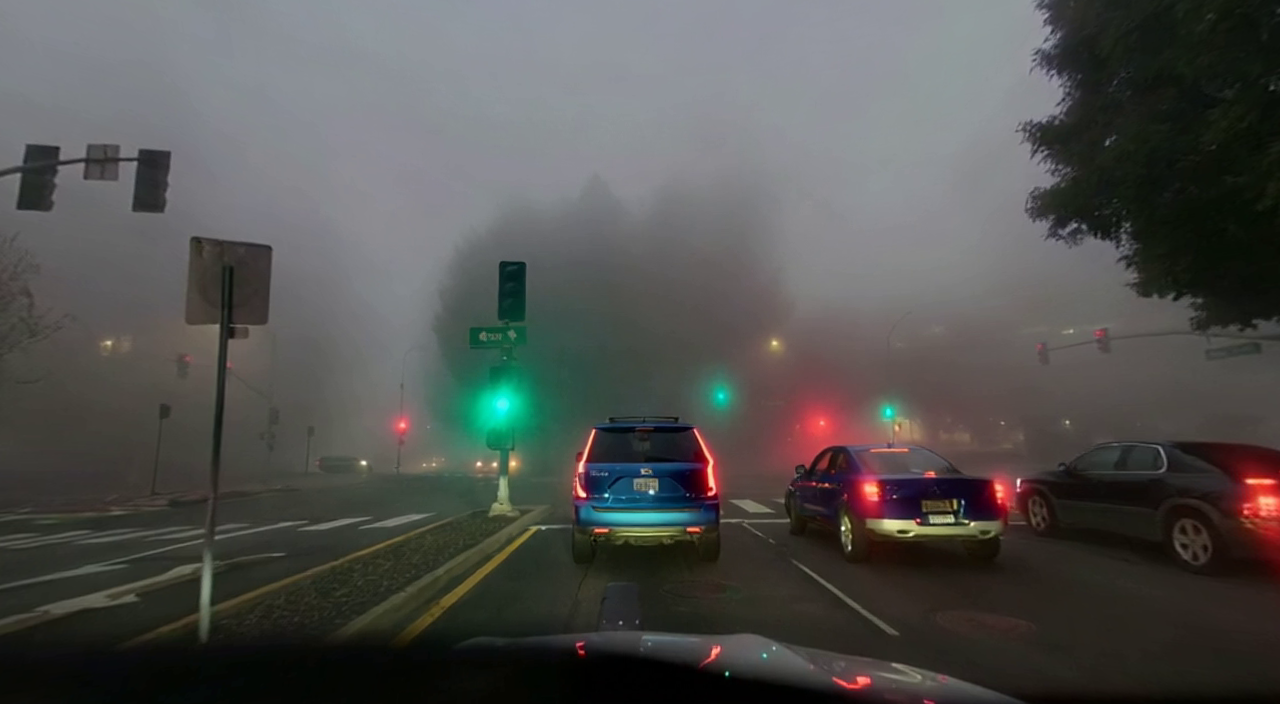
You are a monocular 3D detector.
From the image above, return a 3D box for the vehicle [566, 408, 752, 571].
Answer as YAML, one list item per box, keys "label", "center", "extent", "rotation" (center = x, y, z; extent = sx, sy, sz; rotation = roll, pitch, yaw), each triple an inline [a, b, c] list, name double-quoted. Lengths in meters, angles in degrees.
- label: "vehicle"
  center: [0.111, 1.843, 9.199]
  extent: [2.085, 1.807, 4.038]
  rotation: [0, -8, -3]

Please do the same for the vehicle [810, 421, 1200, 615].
- label: "vehicle"
  center: [3.621, 1.696, 7.482]
  extent: [1.899, 1.572, 4.425]
  rotation: [0, -8, -1]
